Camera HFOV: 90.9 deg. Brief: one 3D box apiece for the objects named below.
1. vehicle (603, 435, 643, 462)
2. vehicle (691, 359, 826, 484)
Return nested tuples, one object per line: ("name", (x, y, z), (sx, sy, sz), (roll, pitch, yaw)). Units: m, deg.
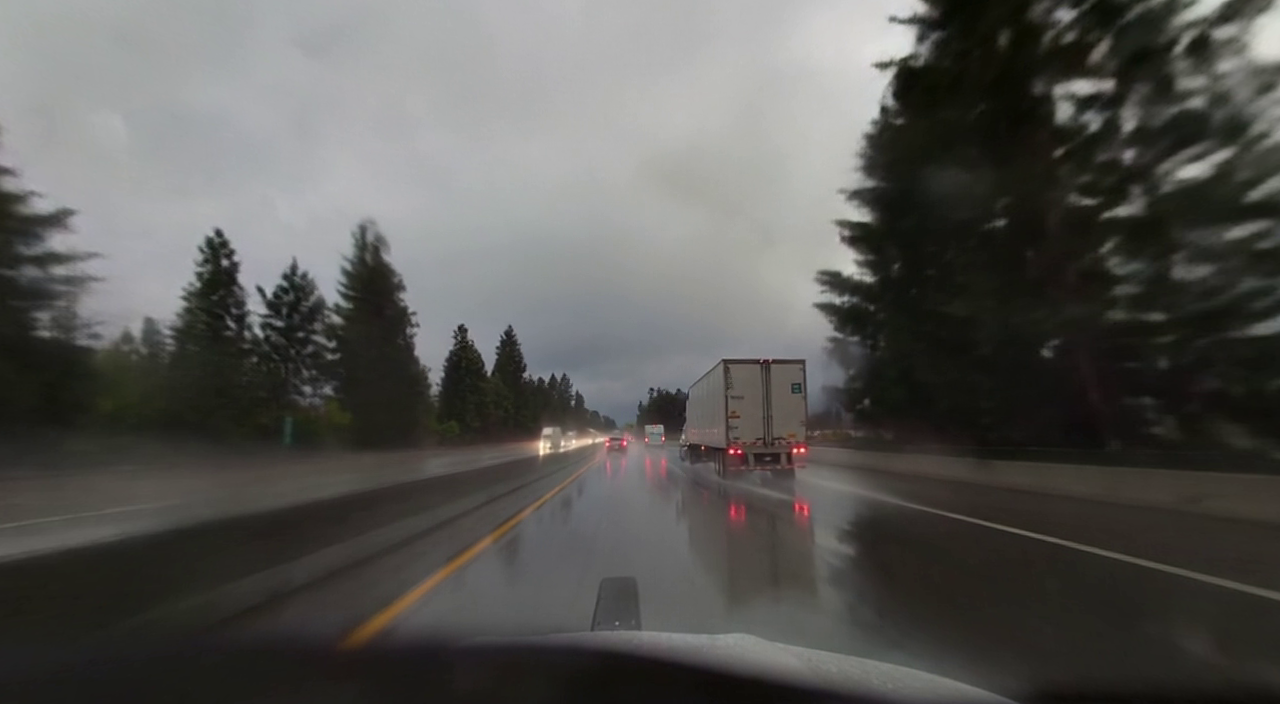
("vehicle", (-0.995, 5.660, 37.286), (2.259, 1.466, 3.693), (0, -8, -1))
("vehicle", (3.682, 2.495, 21.996), (2.921, 3.526, 8.207), (0, -8, -1))
